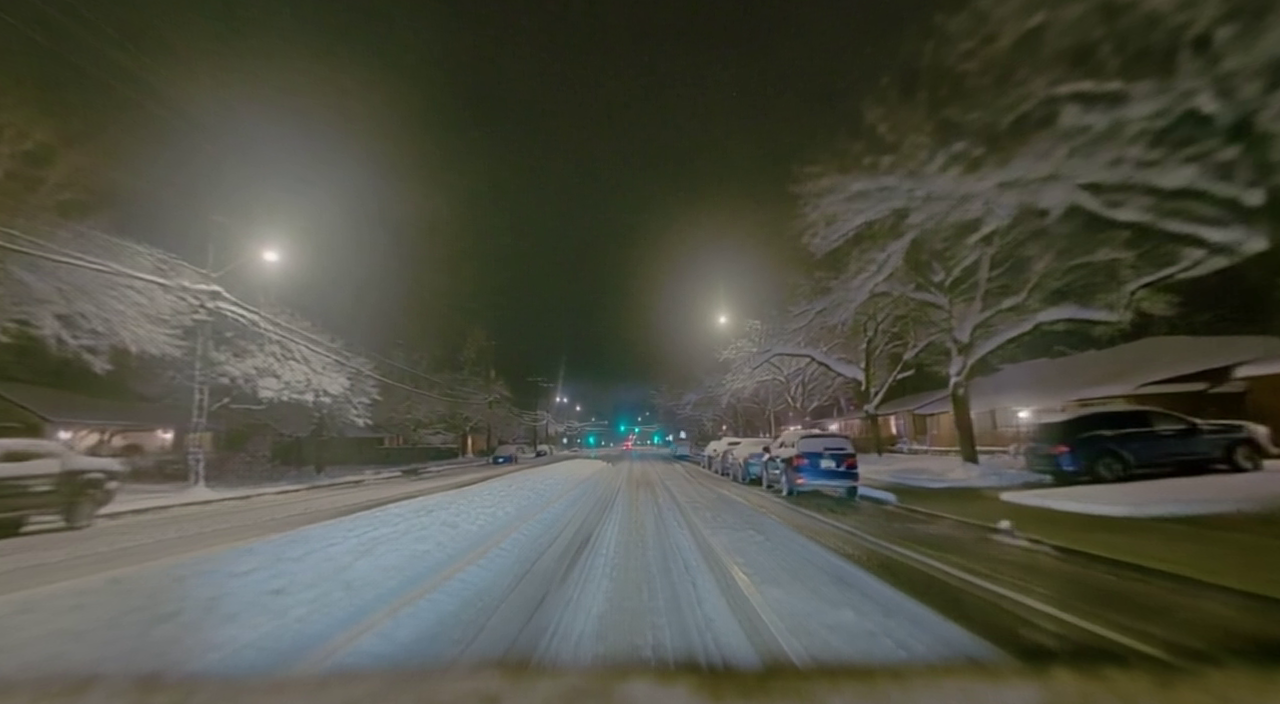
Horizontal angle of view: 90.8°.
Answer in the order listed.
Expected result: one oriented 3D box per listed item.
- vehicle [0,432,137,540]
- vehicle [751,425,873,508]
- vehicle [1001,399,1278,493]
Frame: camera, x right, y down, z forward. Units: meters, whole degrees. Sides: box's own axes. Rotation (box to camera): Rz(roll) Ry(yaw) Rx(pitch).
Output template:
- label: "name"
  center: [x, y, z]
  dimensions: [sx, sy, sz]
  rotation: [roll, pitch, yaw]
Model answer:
- label: "vehicle"
  center: [-12.578, 2.547, 11.894]
  dimensions: [2.075, 1.917, 4.984]
  rotation: [-2, -10, 0]
- label: "vehicle"
  center: [4.421, 3.019, 17.284]
  dimensions: [2.074, 1.838, 5.402]
  rotation: [1, -8, 3]
- label: "vehicle"
  center: [12.807, 2.411, 16.508]
  dimensions: [5.296, 2.003, 2.200]
  rotation: [-3, -7, -1]
